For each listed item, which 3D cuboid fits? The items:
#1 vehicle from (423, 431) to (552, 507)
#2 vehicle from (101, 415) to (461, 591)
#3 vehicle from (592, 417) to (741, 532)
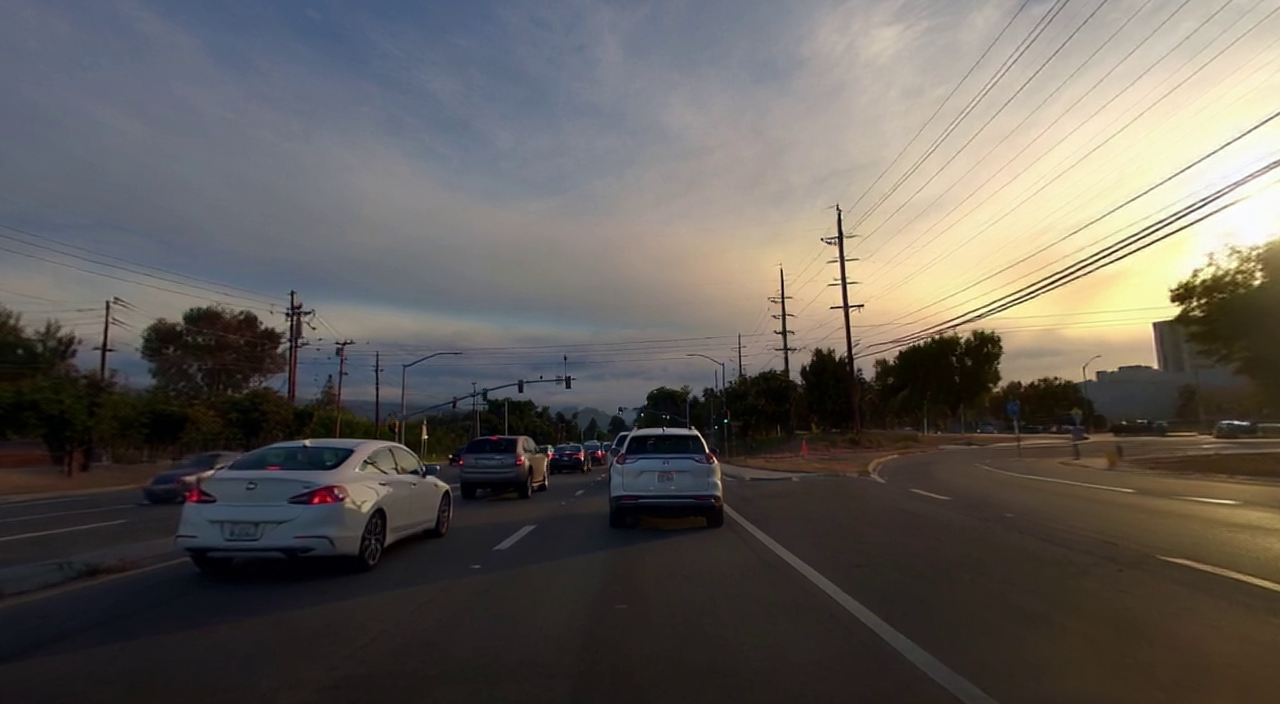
[{"bbox_3d":[-3.651,2.902,16.068,2.018,1.621,4.441,-1,-9,2],"label":"vehicle"},{"bbox_3d":[-3.815,1.665,7.739,1.999,1.563,4.007,0,-9,1],"label":"vehicle"},{"bbox_3d":[0.455,2.126,11.396,2.205,1.691,3.937,0,-9,2],"label":"vehicle"}]
